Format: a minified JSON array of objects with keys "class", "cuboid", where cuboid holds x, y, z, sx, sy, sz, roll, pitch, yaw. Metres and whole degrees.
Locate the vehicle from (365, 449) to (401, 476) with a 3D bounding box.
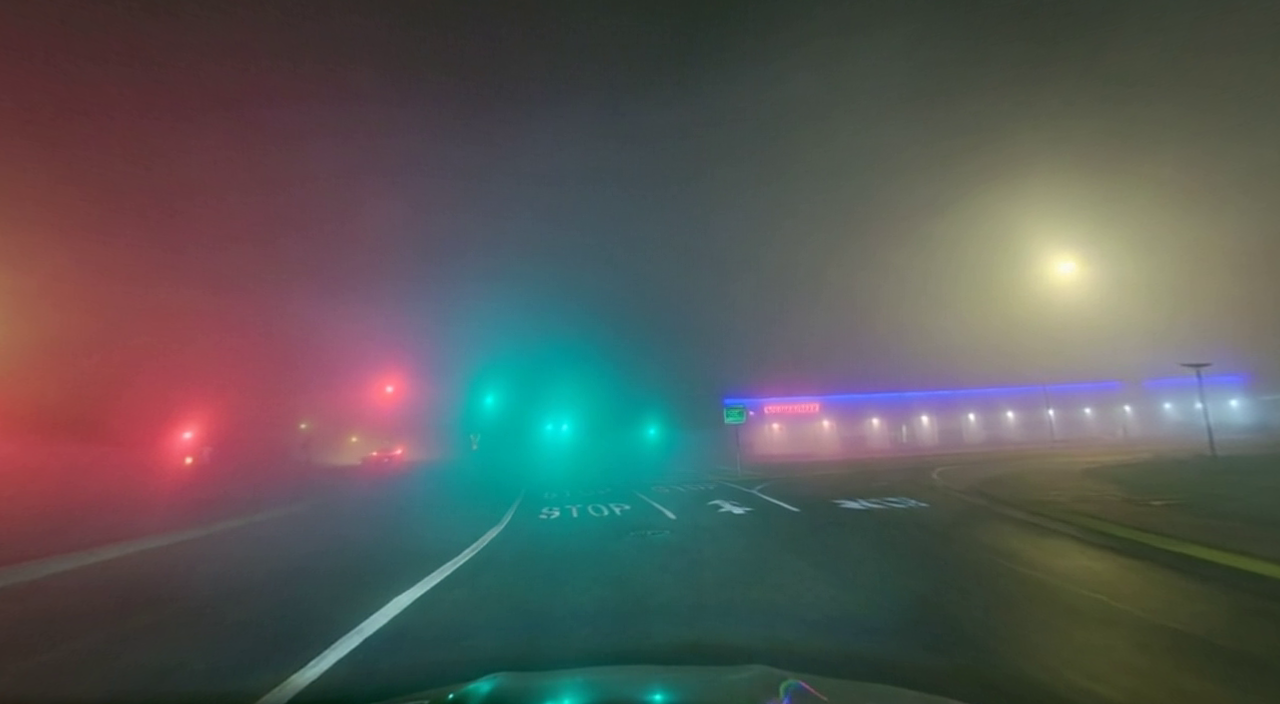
[{"class":"vehicle","cuboid":[-20.364,8.654,49.746,2.336,1.923,5.570,4,-9,-24]}]
